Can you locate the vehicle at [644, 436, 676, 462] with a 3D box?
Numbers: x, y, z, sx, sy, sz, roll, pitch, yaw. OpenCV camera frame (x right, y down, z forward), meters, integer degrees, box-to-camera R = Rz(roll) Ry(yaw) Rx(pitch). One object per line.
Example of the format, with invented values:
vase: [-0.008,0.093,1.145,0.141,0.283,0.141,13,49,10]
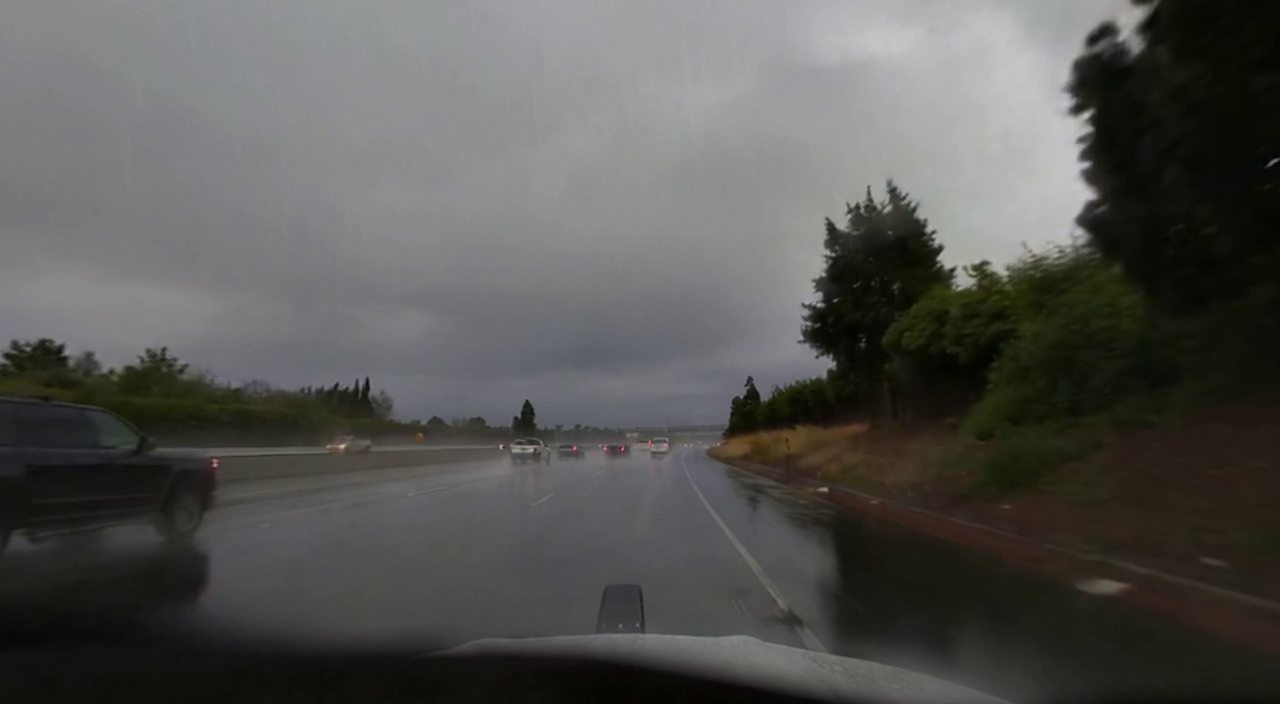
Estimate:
vehicle: [1.488,6.835,44.581,2.141,1.706,4.065,0,-8,4]

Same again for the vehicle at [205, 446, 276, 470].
vehicle: [-27.491,7.303,43.539,1.819,1.520,4.464,0,-8,3]

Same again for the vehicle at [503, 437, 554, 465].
vehicle: [-6.616,5.915,37.823,1.986,1.534,4.255,0,-8,4]

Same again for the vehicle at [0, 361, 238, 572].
vehicle: [-7.248,1.146,6.440,2.438,1.967,5.596,0,-8,2]
